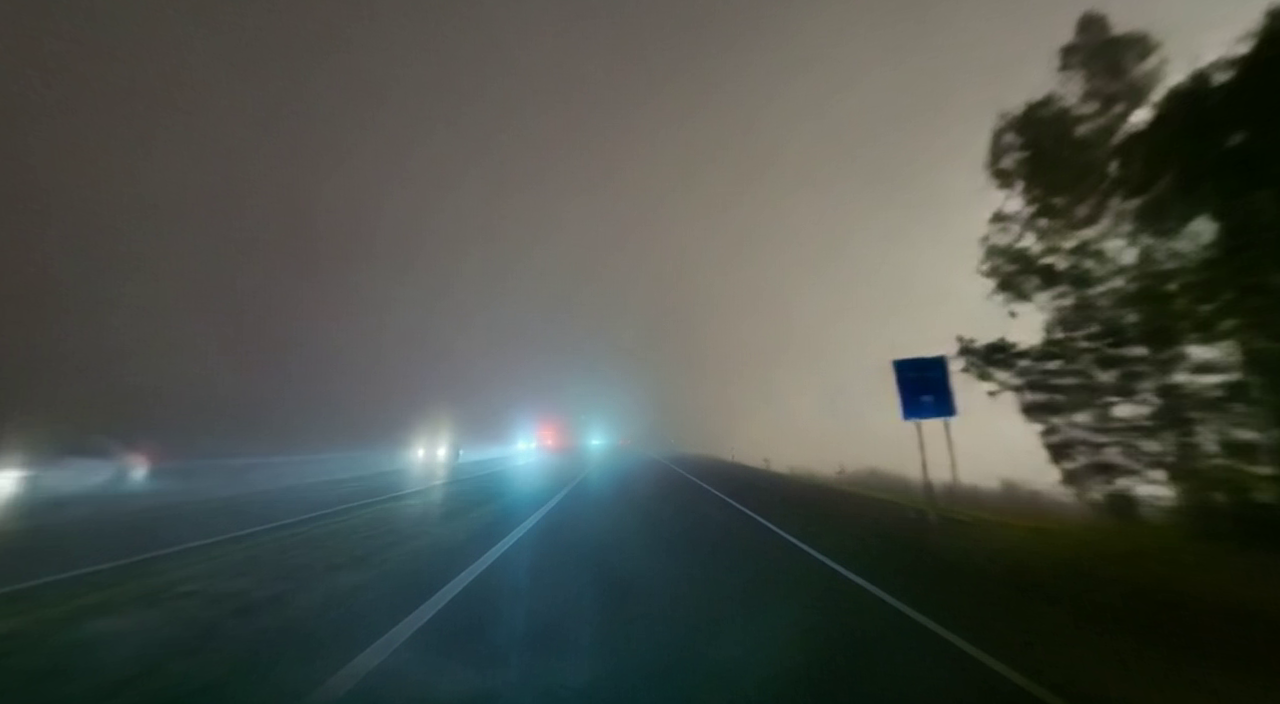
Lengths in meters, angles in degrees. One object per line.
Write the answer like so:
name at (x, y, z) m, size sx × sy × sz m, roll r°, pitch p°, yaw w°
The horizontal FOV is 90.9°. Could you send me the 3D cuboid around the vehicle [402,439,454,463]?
vehicle at (-13.464, 6.274, 40.278) m, size 1.859 × 1.466 × 4.539 m, roll 0°, pitch -8°, yaw -2°
